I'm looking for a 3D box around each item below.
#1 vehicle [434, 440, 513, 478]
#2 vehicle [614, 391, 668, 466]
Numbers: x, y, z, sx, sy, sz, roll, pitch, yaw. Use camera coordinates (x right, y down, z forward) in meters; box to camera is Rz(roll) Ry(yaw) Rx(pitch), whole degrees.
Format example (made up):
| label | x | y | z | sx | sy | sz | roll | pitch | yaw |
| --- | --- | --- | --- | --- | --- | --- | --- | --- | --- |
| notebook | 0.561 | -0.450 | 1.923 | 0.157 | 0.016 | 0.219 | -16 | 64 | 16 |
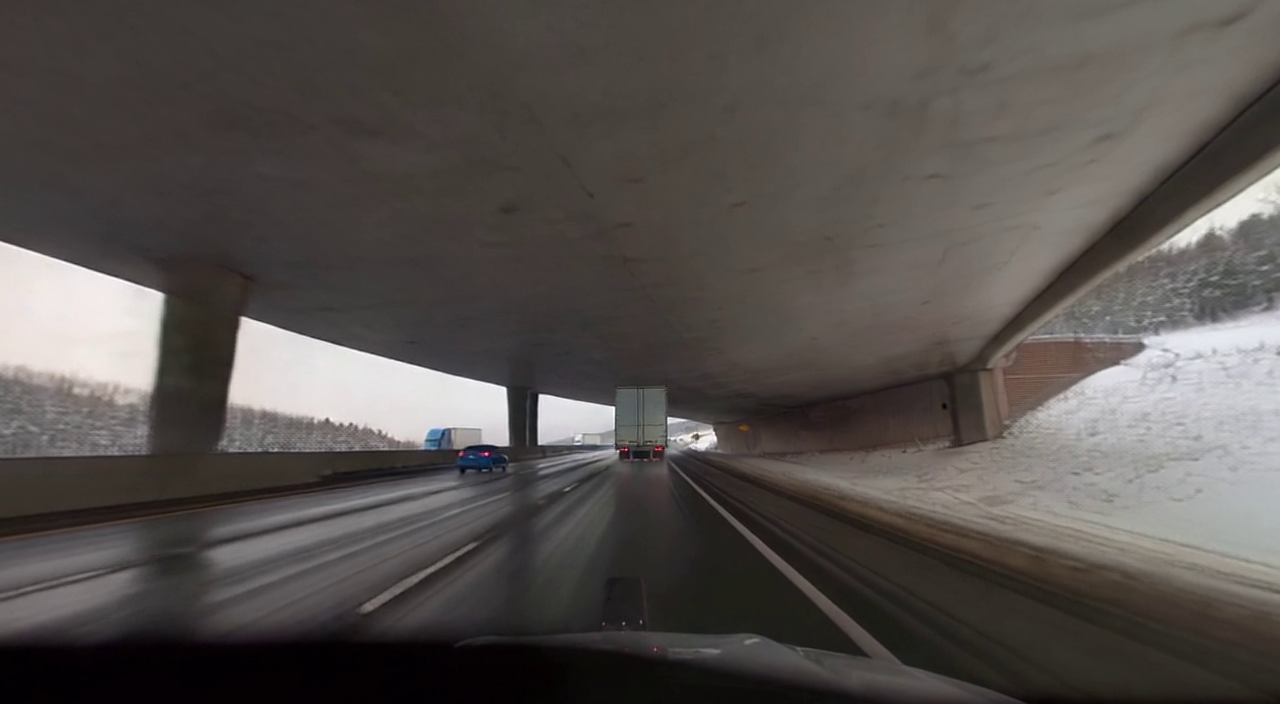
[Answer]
| label | x | y | z | sx | sy | sz | roll | pitch | yaw |
| --- | --- | --- | --- | --- | --- | --- | --- | --- | --- |
| vehicle | -7.055 | 4.597 | 27.291 | 2.078 | 1.496 | 4.563 | 0 | -8 | 1 |
| vehicle | 0.040 | 4.965 | 39.604 | 2.866 | 4.014 | 11.261 | 0 | -8 | 0 |
